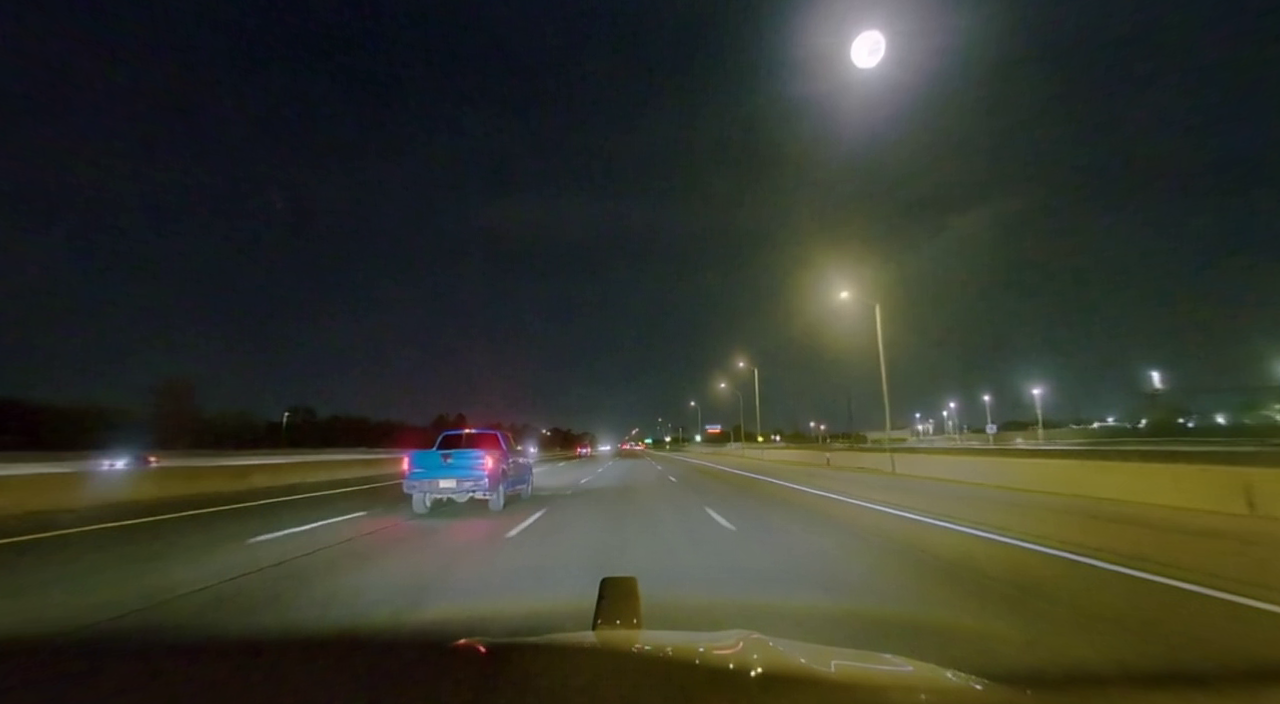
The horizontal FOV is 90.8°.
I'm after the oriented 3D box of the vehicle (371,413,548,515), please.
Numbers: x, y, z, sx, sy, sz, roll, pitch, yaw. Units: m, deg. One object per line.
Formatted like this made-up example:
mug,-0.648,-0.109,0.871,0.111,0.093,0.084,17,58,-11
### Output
vehicle,-4.011,2.655,15.555,2.529,2.003,5.904,0,-8,1
